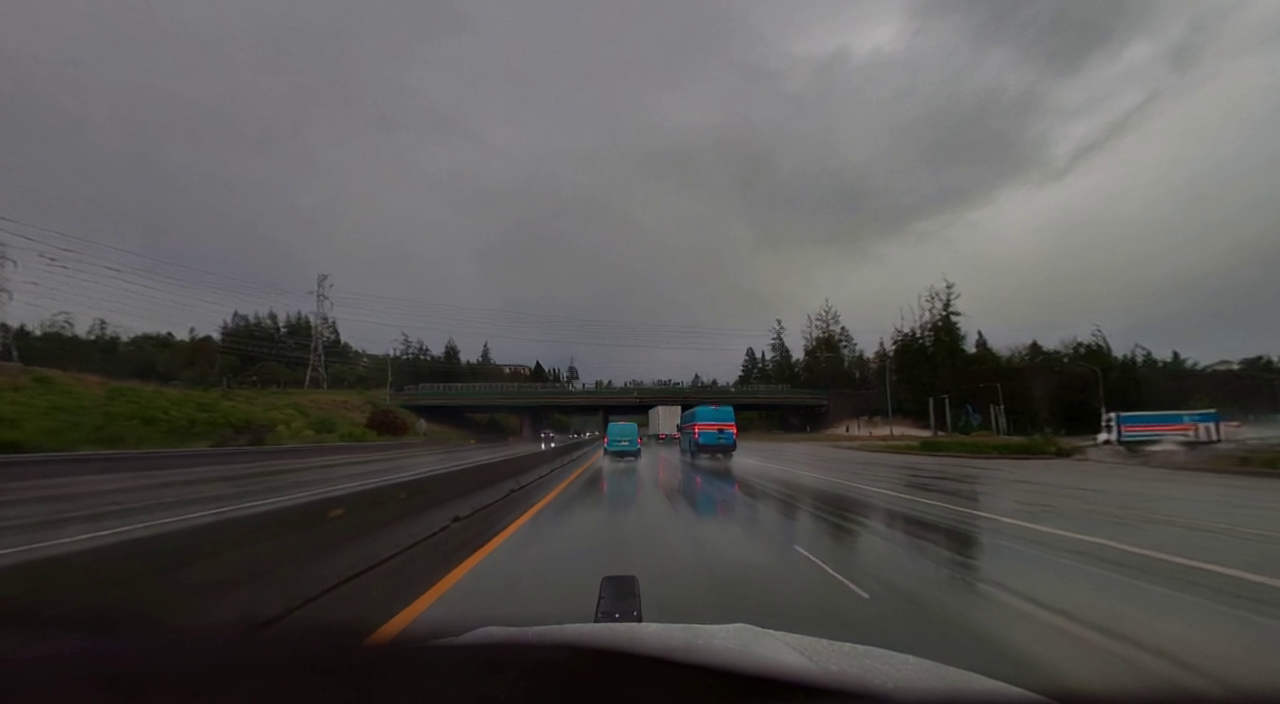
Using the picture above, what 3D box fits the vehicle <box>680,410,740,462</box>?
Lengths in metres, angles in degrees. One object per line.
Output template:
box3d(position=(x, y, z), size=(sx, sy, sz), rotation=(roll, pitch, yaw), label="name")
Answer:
box3d(position=(3.578, 4.461, 33.328), size=(2.387, 2.506, 5.374), rotation=(0, -8, -2), label="vehicle")

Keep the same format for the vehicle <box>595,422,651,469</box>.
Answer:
box3d(position=(-0.680, 3.746, 25.471), size=(2.073, 1.750, 4.116), rotation=(0, -8, -2), label="vehicle")
